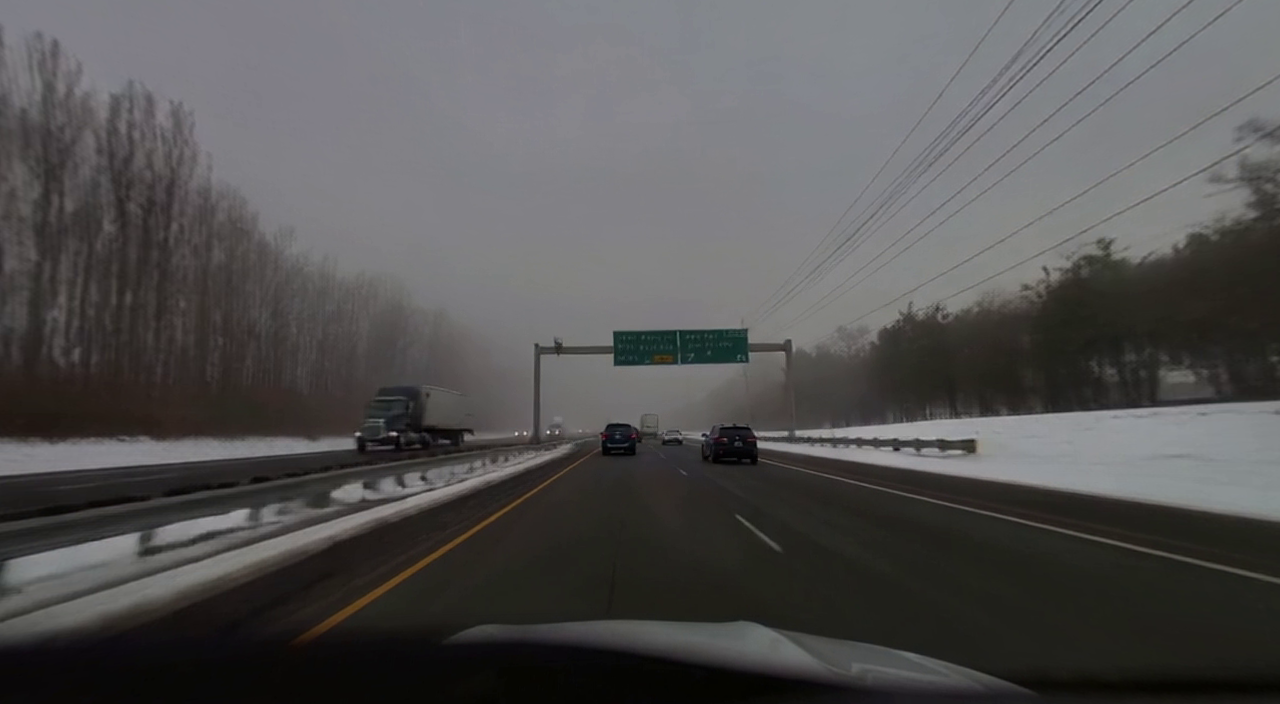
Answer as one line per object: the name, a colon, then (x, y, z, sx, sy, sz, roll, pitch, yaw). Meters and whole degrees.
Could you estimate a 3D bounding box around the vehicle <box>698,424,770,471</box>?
vehicle: (3.425, 3.577, 23.764, 2.062, 1.581, 3.914, 0, -8, -1)

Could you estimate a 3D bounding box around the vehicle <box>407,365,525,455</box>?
vehicle: (-9.151, 3.554, 35.508, 2.975, 4.091, 13.887, 0, -8, -1)

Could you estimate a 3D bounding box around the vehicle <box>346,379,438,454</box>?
vehicle: (-14.047, 3.793, 36.235, 2.973, 3.971, 6.106, 0, -8, -2)

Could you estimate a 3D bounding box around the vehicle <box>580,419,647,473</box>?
vehicle: (-0.874, 3.260, 22.192, 2.134, 1.710, 4.049, 0, -7, -1)
